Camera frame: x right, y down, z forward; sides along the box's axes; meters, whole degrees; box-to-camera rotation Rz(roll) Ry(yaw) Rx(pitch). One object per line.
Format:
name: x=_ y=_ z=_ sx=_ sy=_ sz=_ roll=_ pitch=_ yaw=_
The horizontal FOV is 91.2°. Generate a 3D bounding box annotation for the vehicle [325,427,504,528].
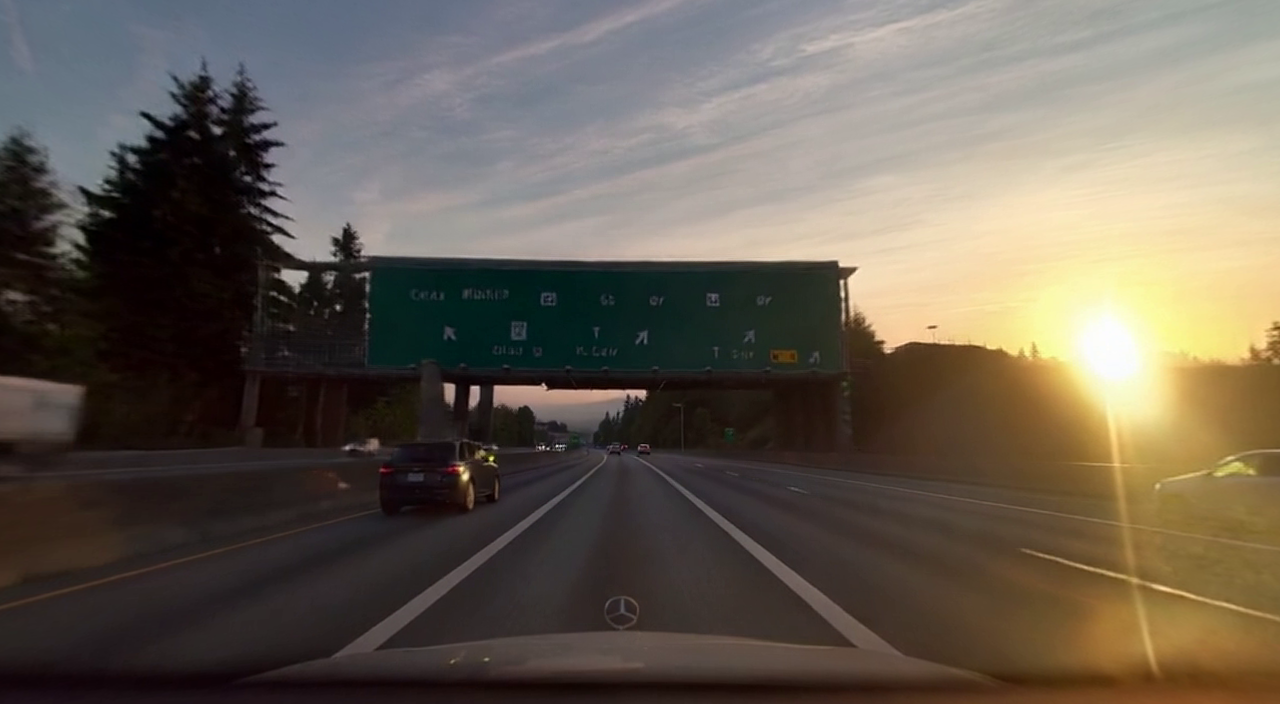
vehicle: x=-4.127 y=2.362 z=12.265 sx=2.071 sy=1.615 sz=3.868 roll=0 pitch=-9 yaw=0

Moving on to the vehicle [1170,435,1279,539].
vehicle: x=10.038 y=1.890 z=8.748 sx=1.853 sy=1.463 sz=3.780 roll=0 pitch=-9 yaw=-1
